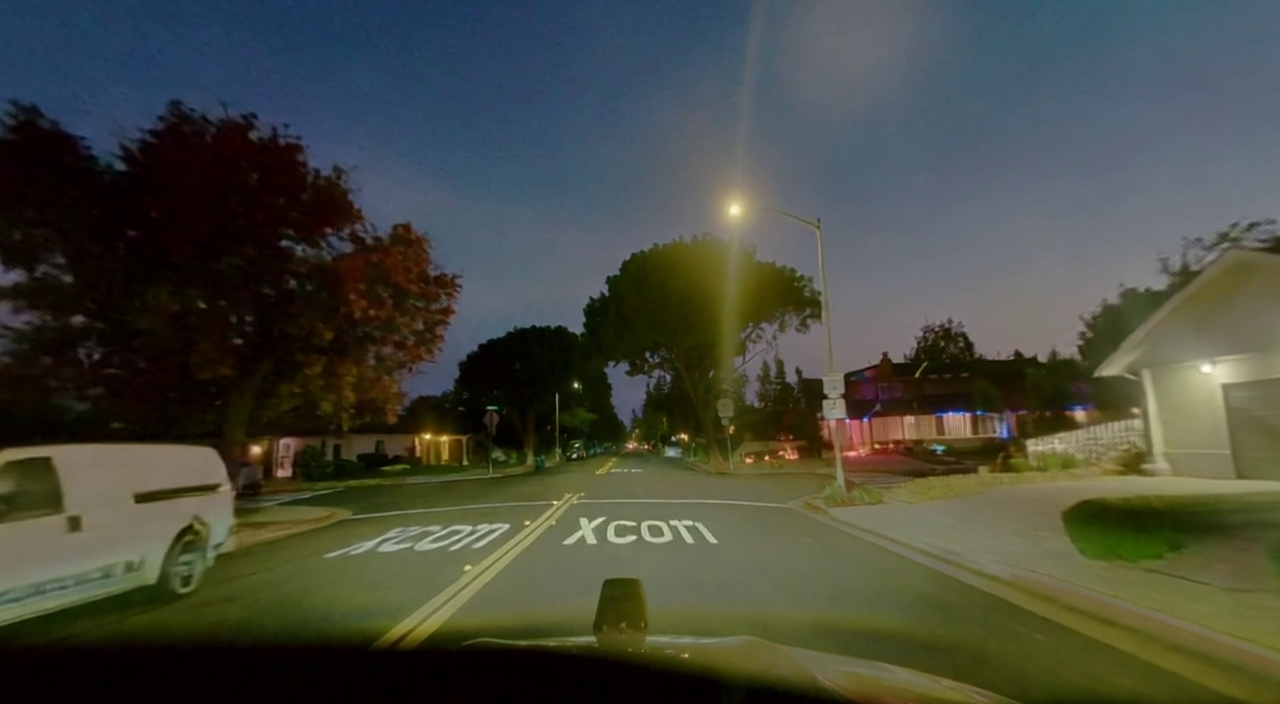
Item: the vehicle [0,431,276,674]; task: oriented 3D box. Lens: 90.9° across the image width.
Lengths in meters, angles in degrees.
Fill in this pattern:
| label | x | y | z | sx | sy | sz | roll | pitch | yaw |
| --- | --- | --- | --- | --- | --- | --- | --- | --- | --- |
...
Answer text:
| label | x | y | z | sx | sy | sz | roll | pitch | yaw |
| --- | --- | --- | --- | --- | --- | --- | --- | --- | --- |
| vehicle | -5.220 | 1.432 | 4.950 | 2.038 | 1.571 | 4.524 | 0 | -8 | -1 |
